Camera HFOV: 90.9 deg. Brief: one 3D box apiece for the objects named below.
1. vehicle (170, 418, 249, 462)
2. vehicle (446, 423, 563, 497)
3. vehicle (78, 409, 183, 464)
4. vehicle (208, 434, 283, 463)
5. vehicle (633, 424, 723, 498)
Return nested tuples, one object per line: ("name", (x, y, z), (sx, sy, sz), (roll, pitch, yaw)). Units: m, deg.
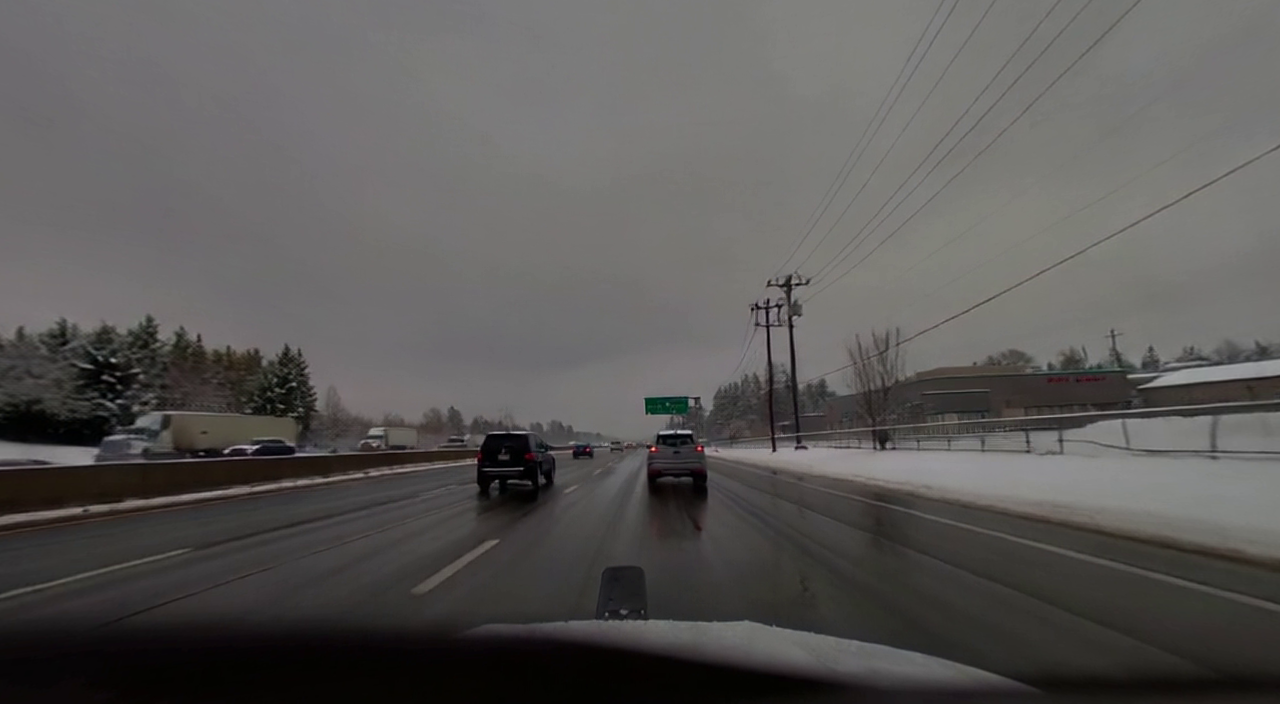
("vehicle", (-31.894, 6.555, 46.917), (2.867, 3.154, 4.023), (0, -8, -1))
("vehicle", (-3.540, 2.922, 17.445), (2.125, 1.764, 4.393), (0, -8, 1))
("vehicle", (-35.688, 5.951, 44.413), (3.285, 3.567, 4.773), (-1, -8, -1))
("vehicle", (-22.993, 5.638, 36.936), (1.964, 1.561, 3.688), (0, -8, 1))
("vehicle", (0.941, 2.883, 16.973), (2.134, 1.733, 4.049), (0, -8, 1))
